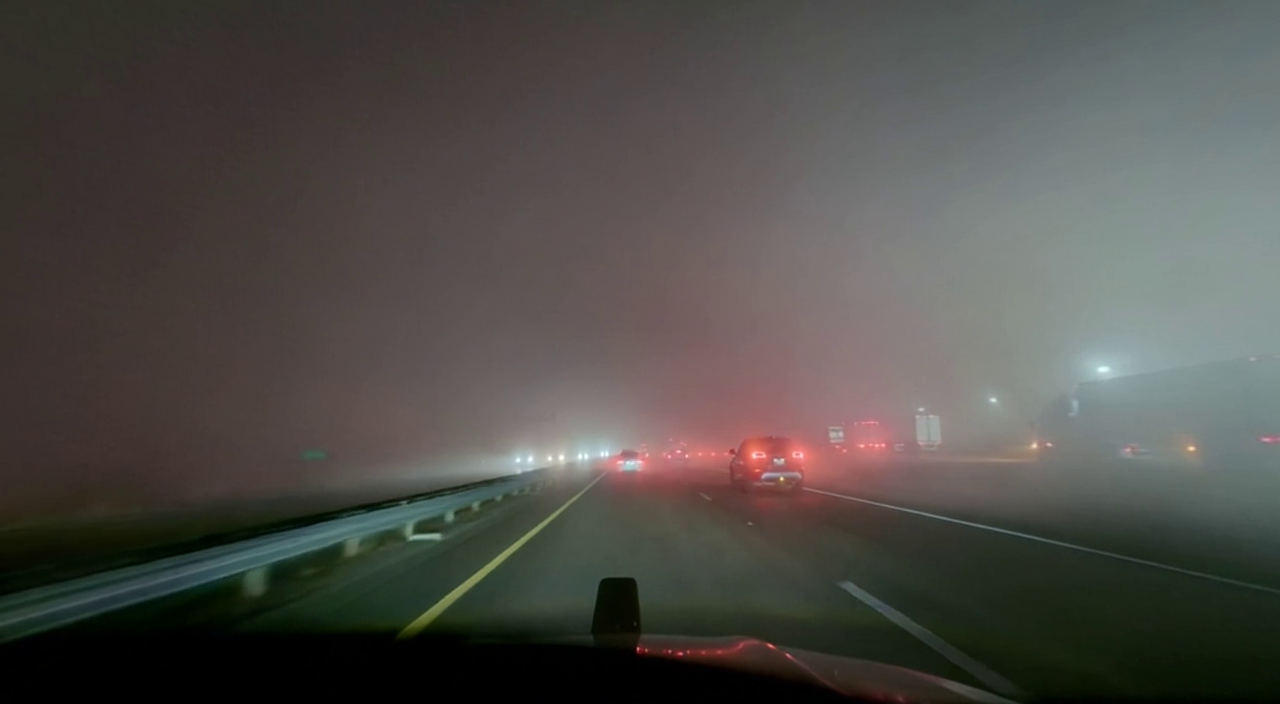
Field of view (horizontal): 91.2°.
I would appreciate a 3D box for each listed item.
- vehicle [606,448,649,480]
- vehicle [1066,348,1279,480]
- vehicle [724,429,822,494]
[{"bbox_3d":[-0.620,5.677,31.997,2.029,1.483,3.769,0,-9,-1],"label":"vehicle"},{"bbox_3d":[22.444,2.788,25.177,2.890,4.108,13.635,-2,-9,8],"label":"vehicle"},{"bbox_3d":[4.424,3.742,21.730,2.261,1.952,4.784,0,-9,-1],"label":"vehicle"}]
